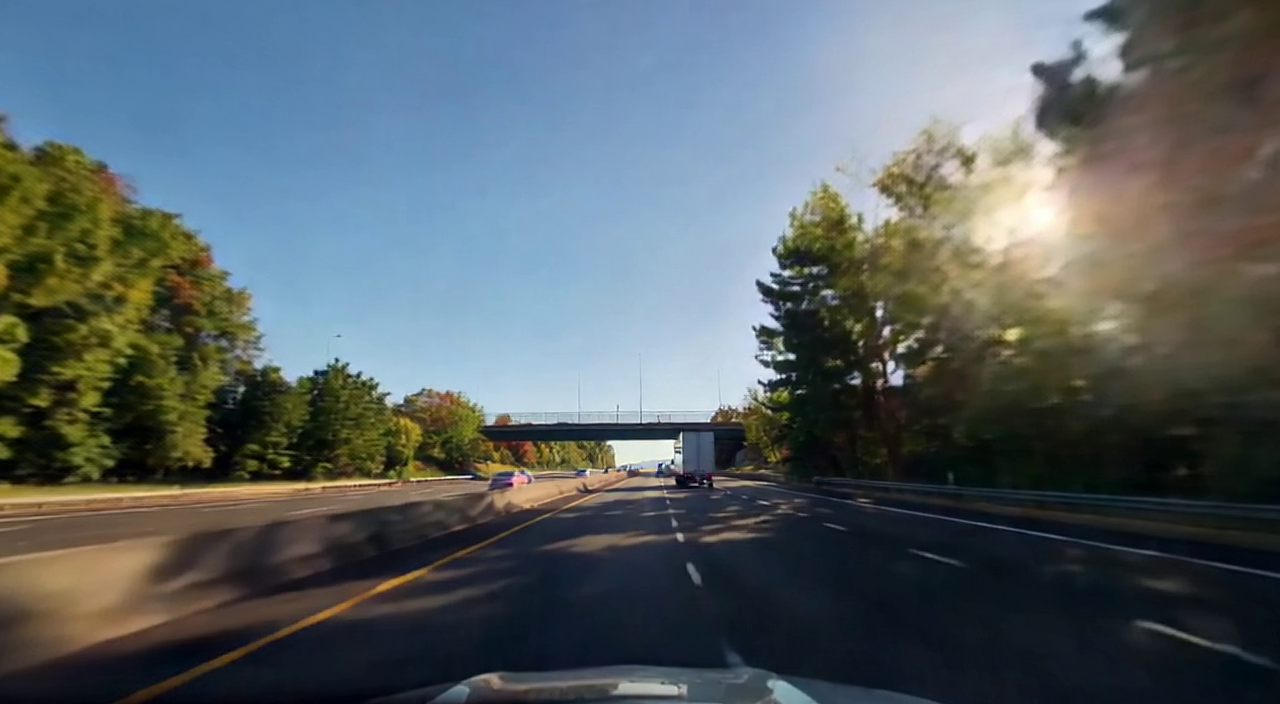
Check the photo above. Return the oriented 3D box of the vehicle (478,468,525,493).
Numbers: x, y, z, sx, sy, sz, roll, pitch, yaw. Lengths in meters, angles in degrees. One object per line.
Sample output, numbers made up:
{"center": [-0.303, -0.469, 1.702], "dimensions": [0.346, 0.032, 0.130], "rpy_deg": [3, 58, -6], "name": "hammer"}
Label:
{"center": [-9.059, 8.446, 41.550], "dimensions": [2.046, 1.536, 4.145], "rpy_deg": [1, -11, 1], "name": "vehicle"}
